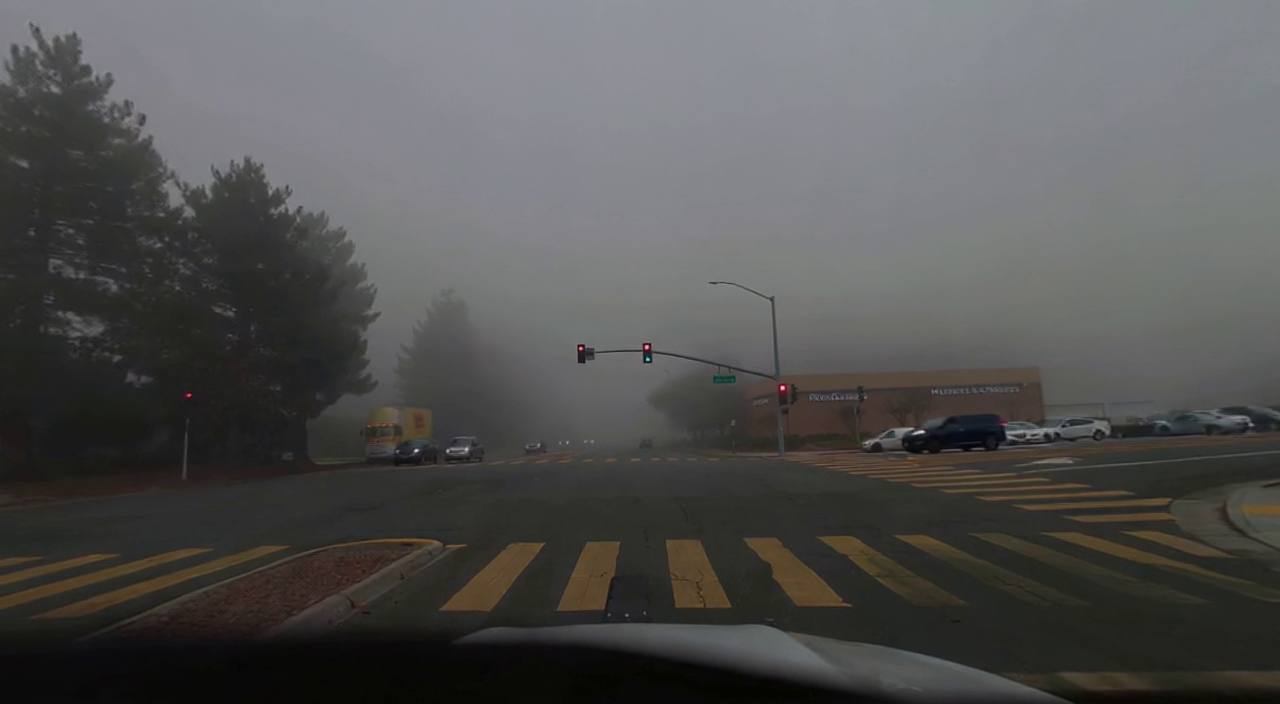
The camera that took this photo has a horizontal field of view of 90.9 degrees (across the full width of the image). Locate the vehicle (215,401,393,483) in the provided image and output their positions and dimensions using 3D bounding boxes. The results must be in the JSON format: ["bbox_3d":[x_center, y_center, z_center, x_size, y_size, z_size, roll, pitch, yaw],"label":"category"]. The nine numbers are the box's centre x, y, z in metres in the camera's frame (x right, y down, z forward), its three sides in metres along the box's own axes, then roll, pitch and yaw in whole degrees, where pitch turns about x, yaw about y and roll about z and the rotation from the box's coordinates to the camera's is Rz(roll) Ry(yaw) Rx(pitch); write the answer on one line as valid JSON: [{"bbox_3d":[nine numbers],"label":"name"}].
[{"bbox_3d":[-16.563,4.665,32.564,3.161,3.455,11.058,0,-8,0],"label":"vehicle"}]

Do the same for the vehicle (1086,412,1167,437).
[{"bbox_3d":[31.385,4.730,40.801,1.823,1.480,4.003,0,-8,-4],"label":"vehicle"}]

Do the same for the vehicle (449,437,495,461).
[{"bbox_3d":[-12.426,7.214,46.807,2.181,1.653,4.468,0,-8,0],"label":"vehicle"}]

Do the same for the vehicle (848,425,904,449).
[{"bbox_3d":[17.279,6.245,46.243,3.329,1.415,1.821,-6,-9,2],"label":"vehicle"}]

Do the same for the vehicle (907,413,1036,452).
[{"bbox_3d":[14.620,3.583,27.969,4.566,1.670,2.000,0,-8,-2],"label":"vehicle"}]

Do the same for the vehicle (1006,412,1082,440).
[{"bbox_3d":[26.331,4.877,41.278,2.011,1.656,4.163,0,-8,-3],"label":"vehicle"}]

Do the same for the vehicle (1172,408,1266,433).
[{"bbox_3d":[38.368,4.614,41.951,1.715,1.480,4.701,0,-8,-1],"label":"vehicle"}]

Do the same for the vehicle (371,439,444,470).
[{"bbox_3d":[-12.041,5.342,33.042,1.996,1.482,4.772,0,-8,0],"label":"vehicle"}]
